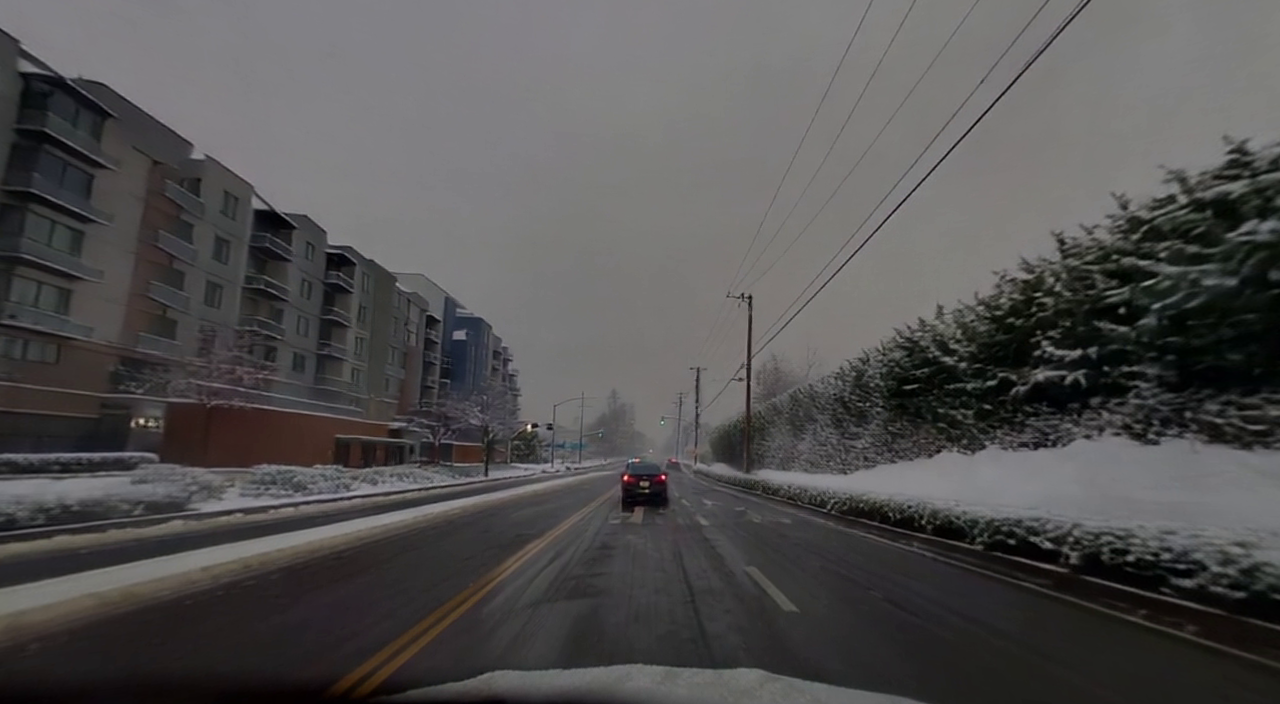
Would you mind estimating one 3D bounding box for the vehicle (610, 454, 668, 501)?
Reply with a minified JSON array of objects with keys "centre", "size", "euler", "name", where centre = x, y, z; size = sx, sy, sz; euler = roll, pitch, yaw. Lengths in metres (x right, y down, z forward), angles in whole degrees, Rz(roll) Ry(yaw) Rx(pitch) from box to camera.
[{"centre":[-0.006,4.915,24.714],"size":[2.067,1.629,3.858],"euler":[0,-11,1],"name":"vehicle"}]
